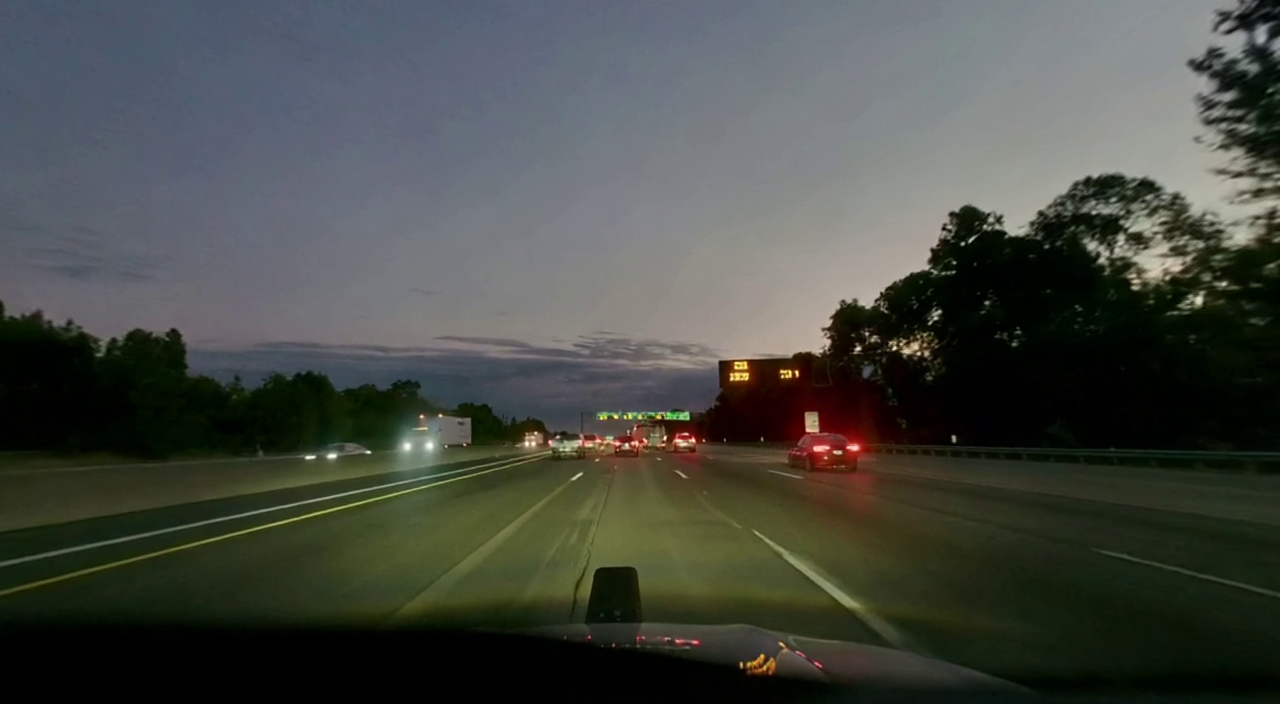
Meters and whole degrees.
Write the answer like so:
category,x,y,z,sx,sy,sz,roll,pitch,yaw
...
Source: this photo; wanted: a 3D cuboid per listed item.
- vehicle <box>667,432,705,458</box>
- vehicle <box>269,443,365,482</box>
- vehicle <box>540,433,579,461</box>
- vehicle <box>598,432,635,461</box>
category,x,y,z,sx,sy,sz,roll,pitch,yaw
vehicle,3.043,6.220,42.316,2.066,1.673,4.225,0,-8,-2
vehicle,-13.722,4.667,27.009,1.858,1.485,4.334,0,-8,0
vehicle,-5.073,6.039,40.252,2.046,1.658,4.008,0,-8,-1
vehicle,-1.397,5.708,38.235,2.119,1.629,3.946,0,-8,-1
